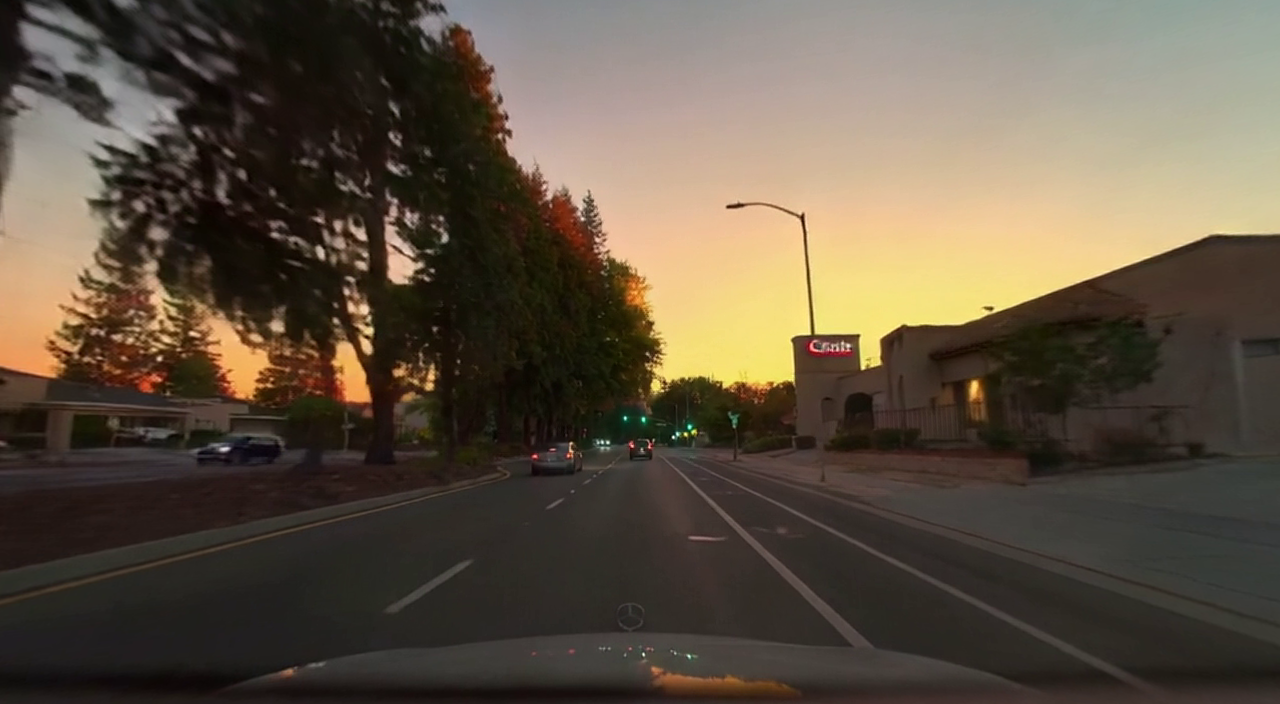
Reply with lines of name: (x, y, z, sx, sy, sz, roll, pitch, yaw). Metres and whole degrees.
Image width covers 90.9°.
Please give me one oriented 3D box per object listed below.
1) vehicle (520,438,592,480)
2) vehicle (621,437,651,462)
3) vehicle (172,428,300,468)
vehicle: (-3.118, 4.090, 24.393, 2.015, 1.470, 4.458, 0, -8, 2)
vehicle: (-0.284, 7.211, 46.894, 2.153, 1.764, 4.047, 0, -8, 0)
vehicle: (-16.938, 4.076, 26.812, 2.341, 1.527, 4.616, 0, -8, 1)
